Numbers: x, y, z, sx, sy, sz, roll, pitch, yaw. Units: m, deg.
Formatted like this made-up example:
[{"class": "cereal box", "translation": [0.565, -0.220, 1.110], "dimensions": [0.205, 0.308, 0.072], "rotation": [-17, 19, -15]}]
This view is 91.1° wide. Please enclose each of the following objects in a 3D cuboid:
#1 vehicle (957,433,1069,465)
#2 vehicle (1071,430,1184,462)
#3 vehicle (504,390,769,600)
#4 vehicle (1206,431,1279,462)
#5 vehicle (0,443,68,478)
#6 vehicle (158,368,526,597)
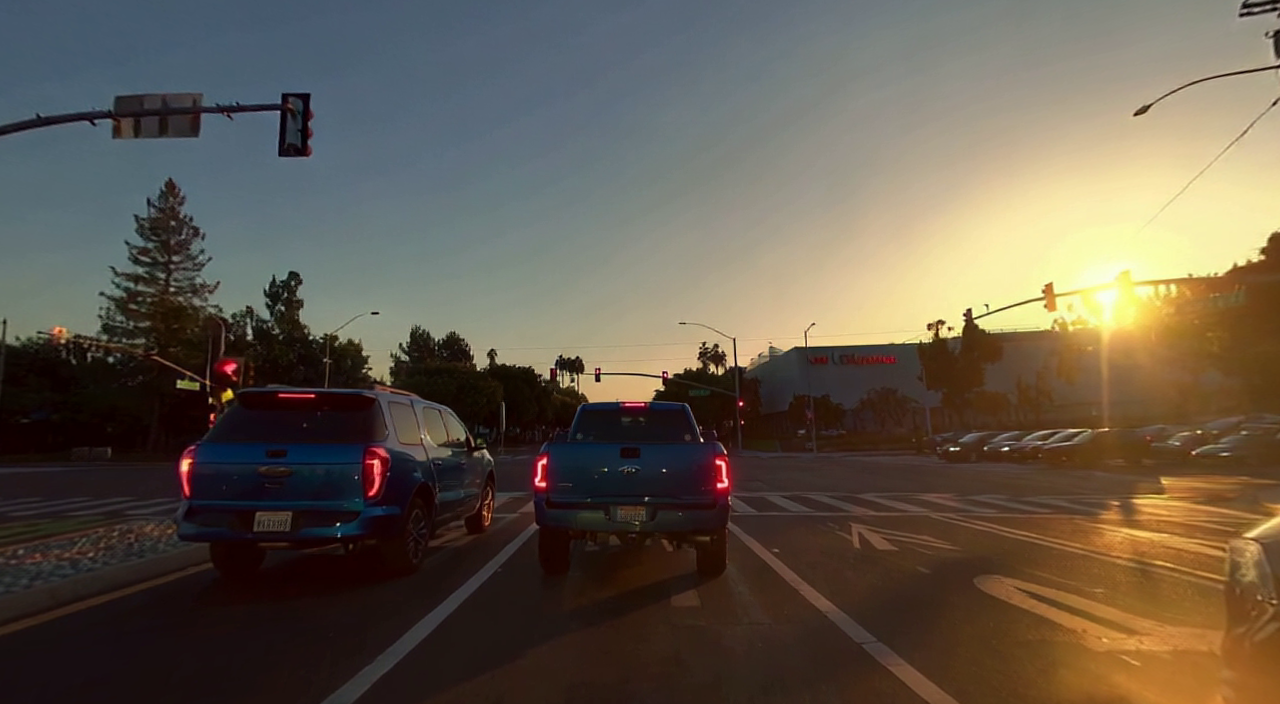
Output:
[{"class": "vehicle", "translation": [19.314, 5.048, 32.651], "dimensions": [4.624, 1.601, 1.871], "rotation": [0, -8, -3]}, {"class": "vehicle", "translation": [27.945, 5.409, 36.091], "dimensions": [4.849, 1.759, 2.041], "rotation": [0, -8, -2]}, {"class": "vehicle", "translation": [-0.058, 1.534, 7.662], "dimensions": [2.204, 1.738, 4.690], "rotation": [0, -8, -1]}, {"class": "vehicle", "translation": [36.312, 5.507, 36.574], "dimensions": [4.714, 1.754, 2.041], "rotation": [0, -8, -2]}, {"class": "vehicle", "translation": [-32.169, 5.447, 31.738], "dimensions": [4.406, 1.682, 2.040], "rotation": [0, -8, -2]}, {"class": "vehicle", "translation": [-2.962, 1.450, 7.817], "dimensions": [2.220, 1.926, 4.870], "rotation": [0, -8, -1]}]
